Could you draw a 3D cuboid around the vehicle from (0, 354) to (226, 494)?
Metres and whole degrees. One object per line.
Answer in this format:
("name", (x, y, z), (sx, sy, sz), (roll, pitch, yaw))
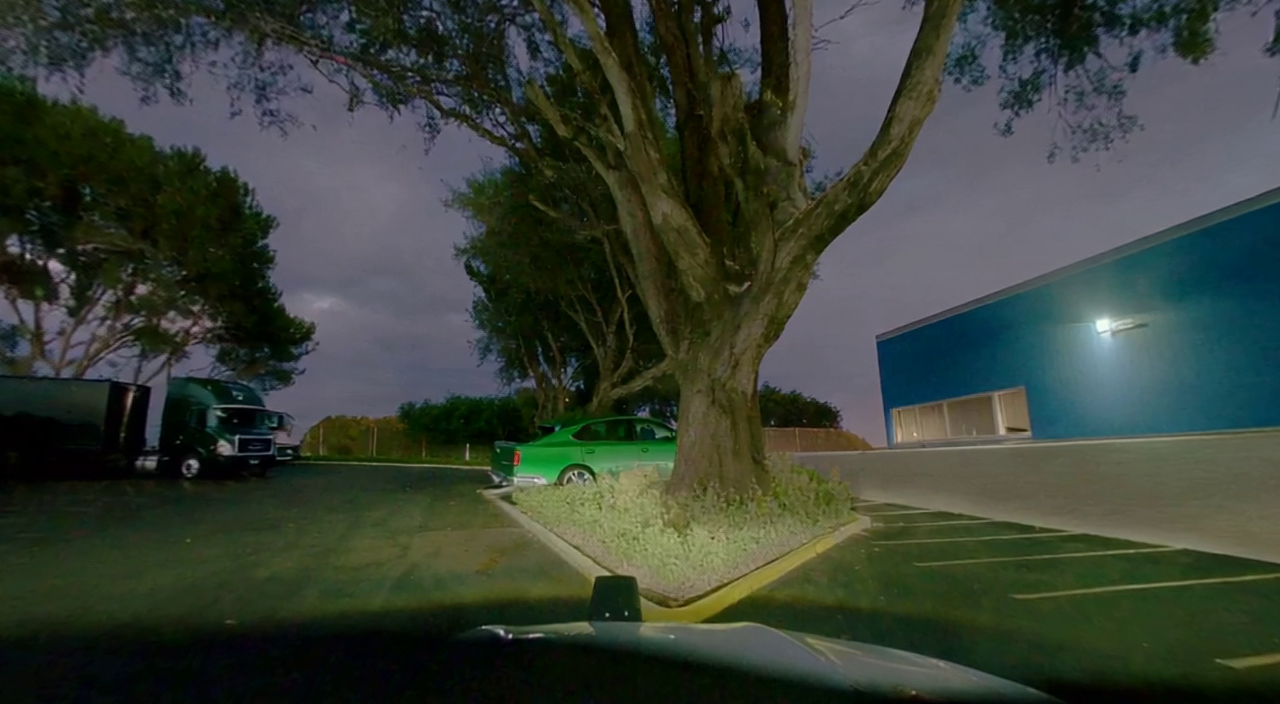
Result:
("vehicle", (-19.980, 2.728, 22.400), (11.906, 4.069, 2.948), (-5, -10, 27))

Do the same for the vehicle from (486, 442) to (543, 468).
("vehicle", (-7.759, 6.413, 39.210), (1.809, 1.506, 3.473), (-4, -10, 23))
